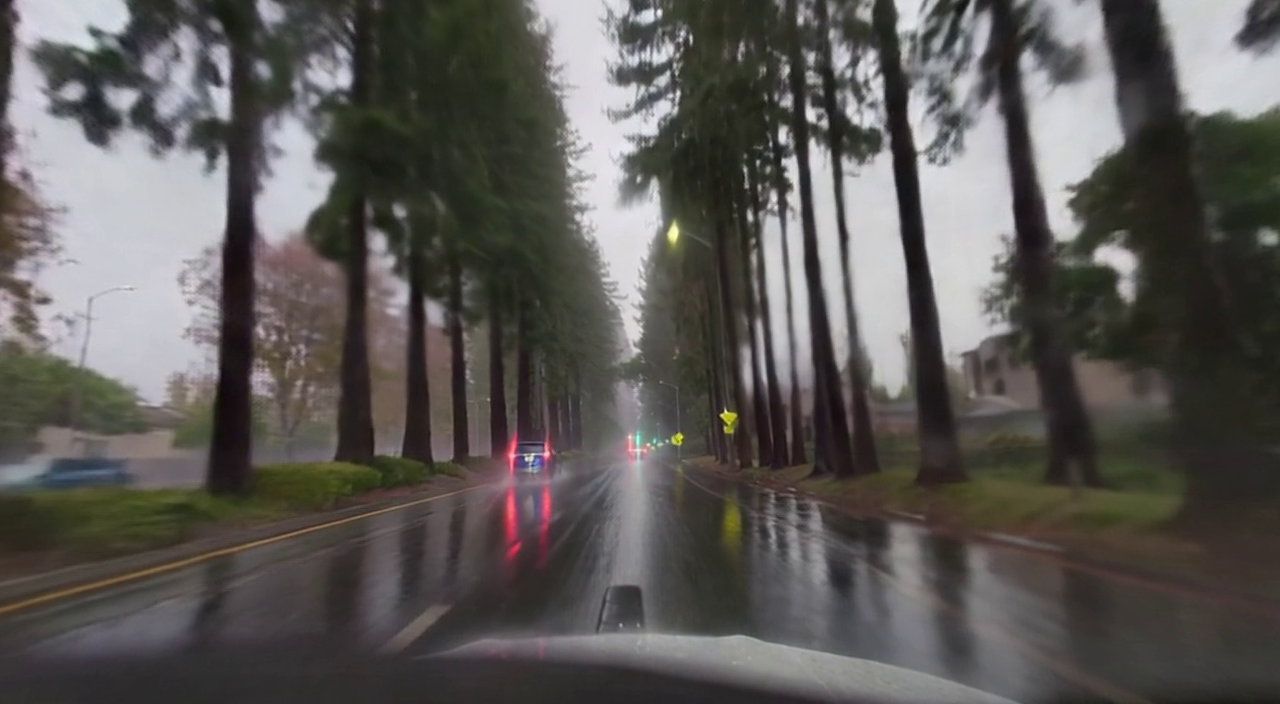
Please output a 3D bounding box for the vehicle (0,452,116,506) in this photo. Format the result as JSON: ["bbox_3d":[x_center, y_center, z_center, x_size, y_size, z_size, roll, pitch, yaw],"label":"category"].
[{"bbox_3d":[-20.931,4.298,21.850,1.875,1.602,4.317,0,-8,0],"label":"vehicle"}]

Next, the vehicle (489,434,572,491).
[{"bbox_3d":[-3.627,3.750,21.785,2.078,1.748,4.279,0,-8,1],"label":"vehicle"}]
